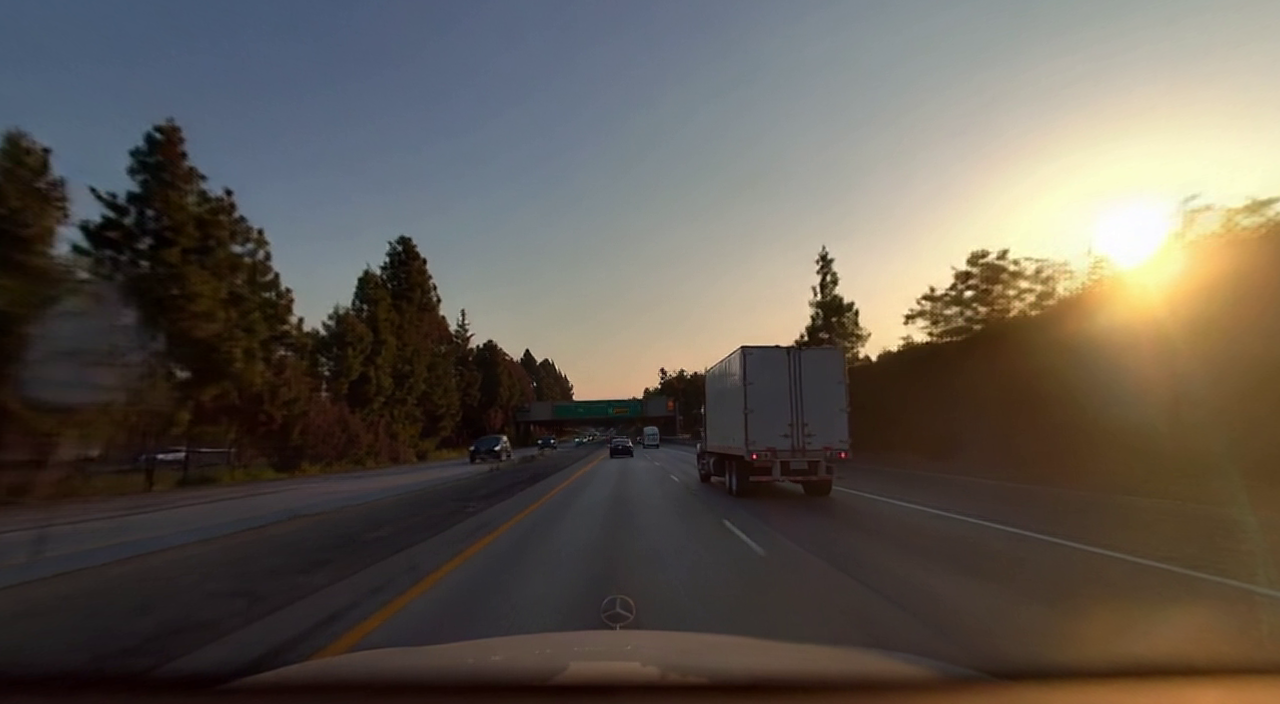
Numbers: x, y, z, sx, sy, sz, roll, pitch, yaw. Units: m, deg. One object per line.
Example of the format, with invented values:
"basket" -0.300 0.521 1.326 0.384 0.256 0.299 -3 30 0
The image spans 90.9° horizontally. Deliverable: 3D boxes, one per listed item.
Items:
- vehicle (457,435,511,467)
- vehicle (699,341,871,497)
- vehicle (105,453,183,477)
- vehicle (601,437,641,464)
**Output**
"vehicle" -9.157 5.817 37.363 2.035 1.768 4.740 0 -8 -1
"vehicle" 3.662 2.041 18.428 2.921 3.526 8.207 0 -8 -1
"vehicle" -35.694 8.136 45.539 1.944 1.482 4.551 0 -7 -1
"vehicle" -1.091 5.745 37.131 2.259 1.466 3.693 0 -7 -1
